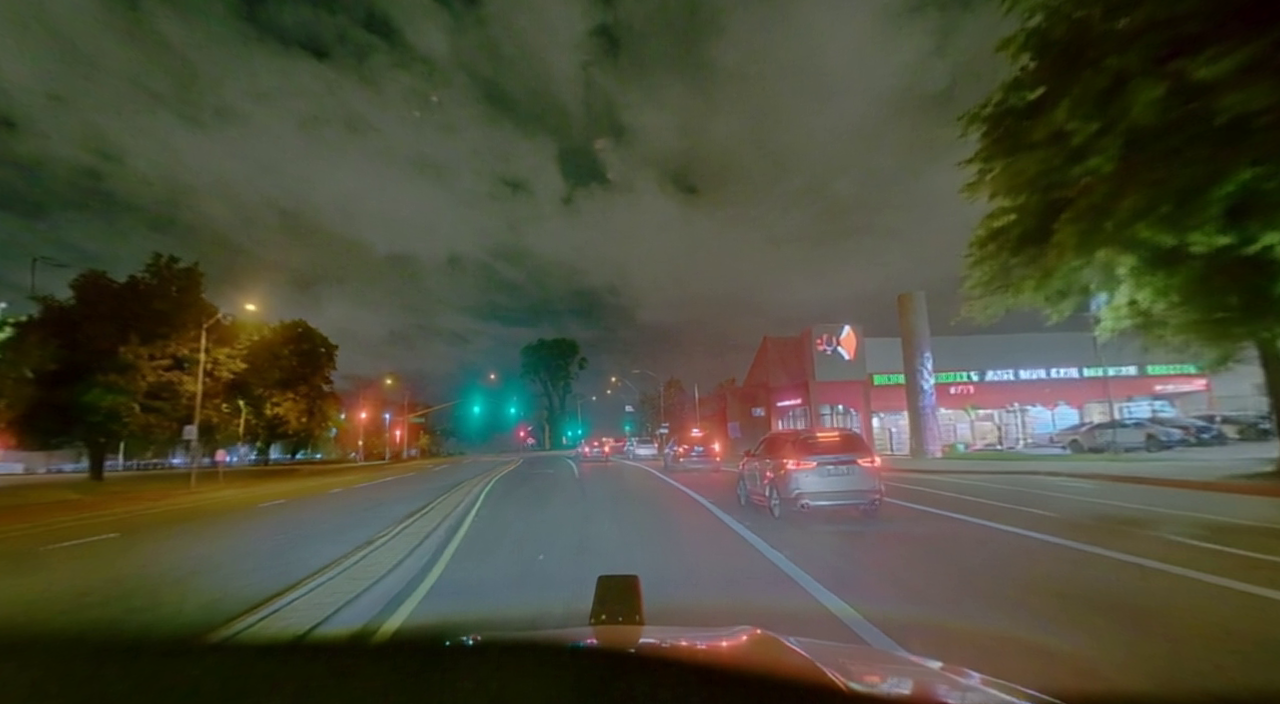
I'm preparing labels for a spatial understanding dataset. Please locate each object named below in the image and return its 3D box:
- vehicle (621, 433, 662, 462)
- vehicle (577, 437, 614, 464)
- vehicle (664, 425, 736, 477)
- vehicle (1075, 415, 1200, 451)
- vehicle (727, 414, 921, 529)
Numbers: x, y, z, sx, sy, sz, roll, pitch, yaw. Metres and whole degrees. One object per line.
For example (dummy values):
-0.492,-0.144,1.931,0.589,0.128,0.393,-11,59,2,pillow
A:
0.037,6.500,43.335,2.216,1.750,4.520,-1,-7,-8,vehicle
-2.758,6.003,38.674,2.068,1.512,3.987,1,-9,-7,vehicle
2.228,3.846,24.761,2.046,1.768,4.370,-1,-8,-5,vehicle
28.005,4.605,35.702,5.103,1.947,2.207,0,-8,0,vehicle
2.942,1.993,11.160,1.966,1.596,3.980,-1,-8,-4,vehicle
